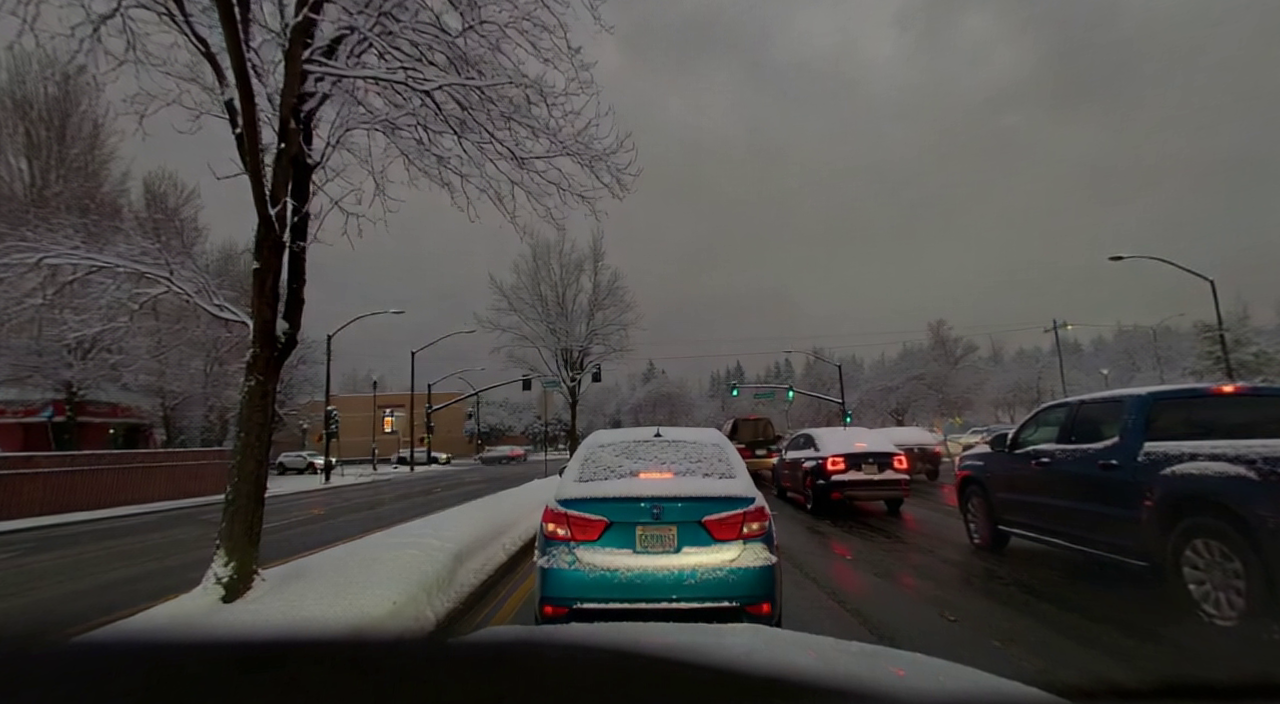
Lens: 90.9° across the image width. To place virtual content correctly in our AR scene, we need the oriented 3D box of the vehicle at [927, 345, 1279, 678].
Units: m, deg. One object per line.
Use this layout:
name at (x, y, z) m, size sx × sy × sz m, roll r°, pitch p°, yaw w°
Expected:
vehicle at (4.516, 1.134, 5.278) m, size 2.019 × 1.803 × 4.634 m, roll 0°, pitch -8°, yaw 0°

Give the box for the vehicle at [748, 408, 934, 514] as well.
vehicle at (4.201, 2.426, 14.544) m, size 2.319 × 1.930 × 5.651 m, roll 0°, pitch -8°, yaw -1°

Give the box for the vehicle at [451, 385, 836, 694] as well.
vehicle at (-0.016, 1.315, 5.533) m, size 2.116 × 1.677 × 3.948 m, roll 0°, pitch -8°, yaw -1°

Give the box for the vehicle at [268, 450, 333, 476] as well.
vehicle at (-24.067, 7.842, 44.865) m, size 1.798 × 1.706 × 4.385 m, roll -1°, pitch -8°, yaw 6°
